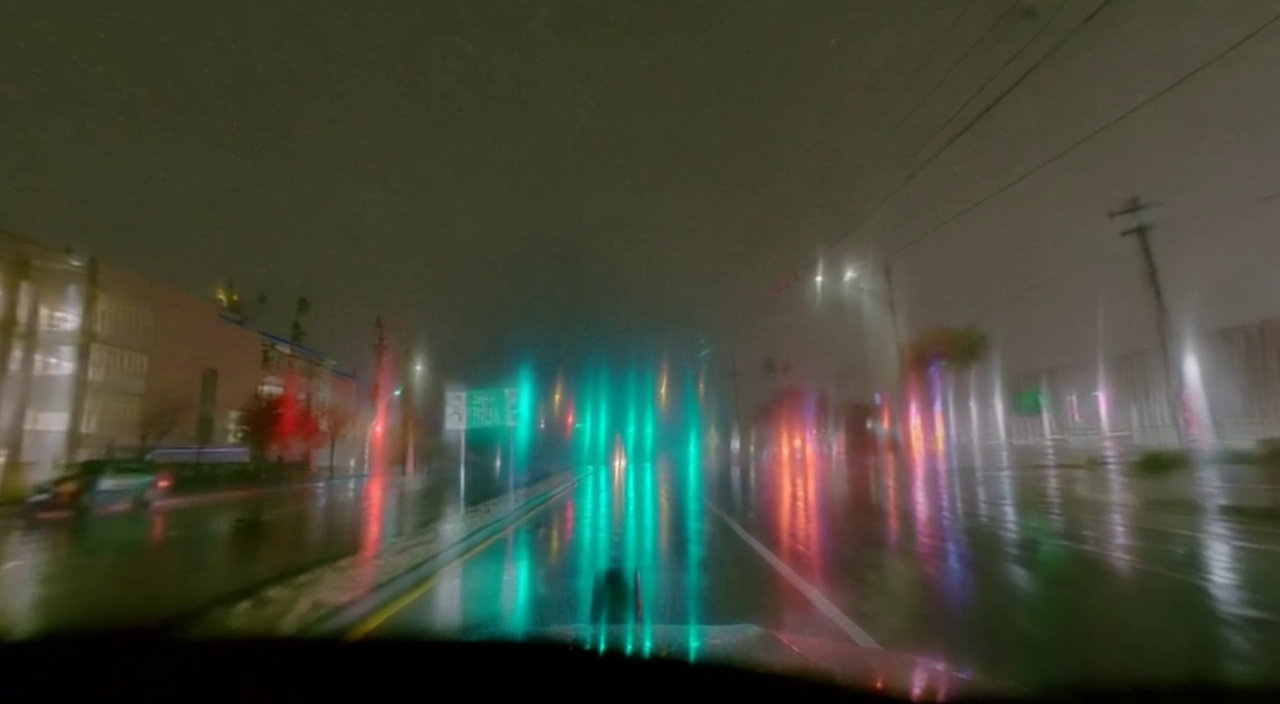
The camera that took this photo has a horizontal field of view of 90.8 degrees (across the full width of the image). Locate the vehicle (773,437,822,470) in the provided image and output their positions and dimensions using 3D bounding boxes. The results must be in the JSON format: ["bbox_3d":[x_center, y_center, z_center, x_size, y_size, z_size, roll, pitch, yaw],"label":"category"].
[{"bbox_3d":[9.969,6.496,40.375,2.101,1.957,4.718,-1,-9,3],"label":"vehicle"}]

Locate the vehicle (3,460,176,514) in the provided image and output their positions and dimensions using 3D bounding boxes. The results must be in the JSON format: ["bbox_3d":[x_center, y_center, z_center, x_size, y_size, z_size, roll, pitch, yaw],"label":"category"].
[{"bbox_3d":[-19.419,4.753,22.656,2.010,1.504,4.820,-6,-10,-2],"label":"vehicle"}]
